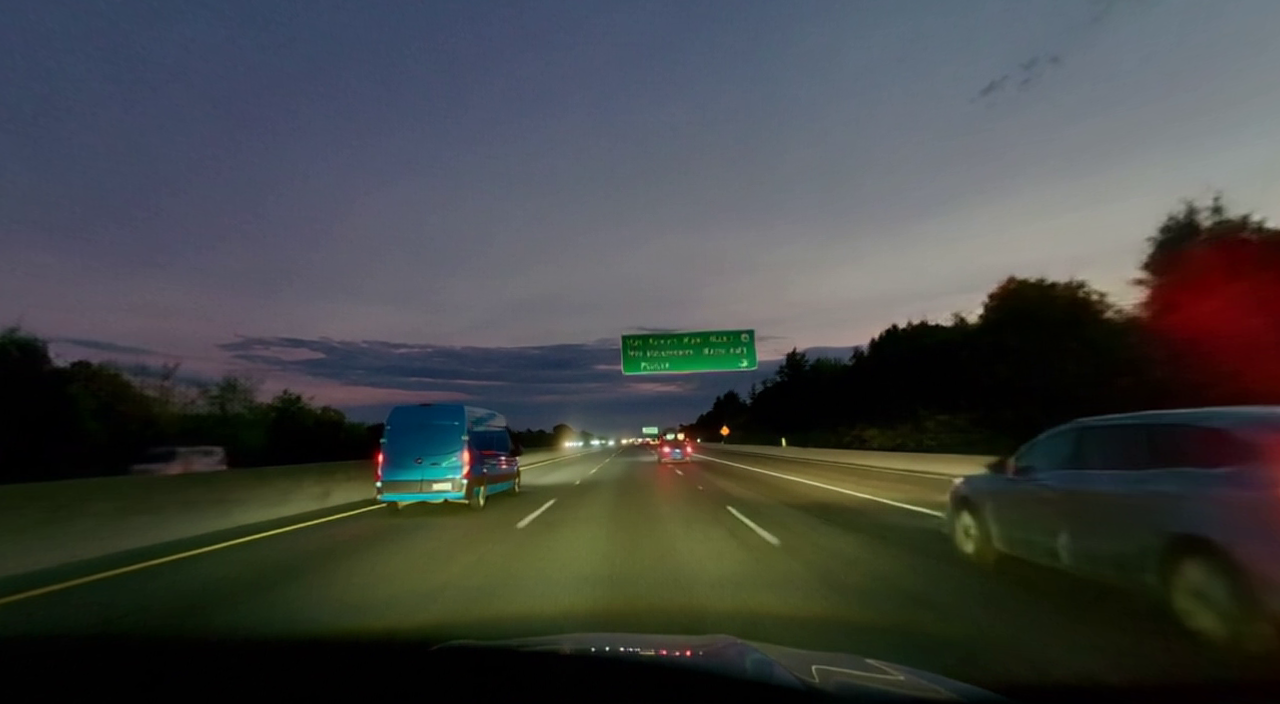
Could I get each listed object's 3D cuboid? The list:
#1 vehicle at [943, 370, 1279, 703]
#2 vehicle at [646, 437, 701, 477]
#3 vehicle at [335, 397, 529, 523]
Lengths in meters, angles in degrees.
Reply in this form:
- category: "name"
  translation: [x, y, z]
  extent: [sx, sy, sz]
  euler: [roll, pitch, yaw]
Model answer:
- category: "vehicle"
  translation: [4.128, 1.050, 4.112]
  extent: [1.996, 1.638, 4.496]
  euler: [0, -8, -1]
- category: "vehicle"
  translation: [1.262, 4.148, 25.381]
  extent: [2.020, 1.464, 3.803]
  euler: [0, -8, 0]
- category: "vehicle"
  translation: [-3.884, 2.113, 12.986]
  extent: [2.275, 2.053, 5.082]
  euler: [0, -8, -1]
